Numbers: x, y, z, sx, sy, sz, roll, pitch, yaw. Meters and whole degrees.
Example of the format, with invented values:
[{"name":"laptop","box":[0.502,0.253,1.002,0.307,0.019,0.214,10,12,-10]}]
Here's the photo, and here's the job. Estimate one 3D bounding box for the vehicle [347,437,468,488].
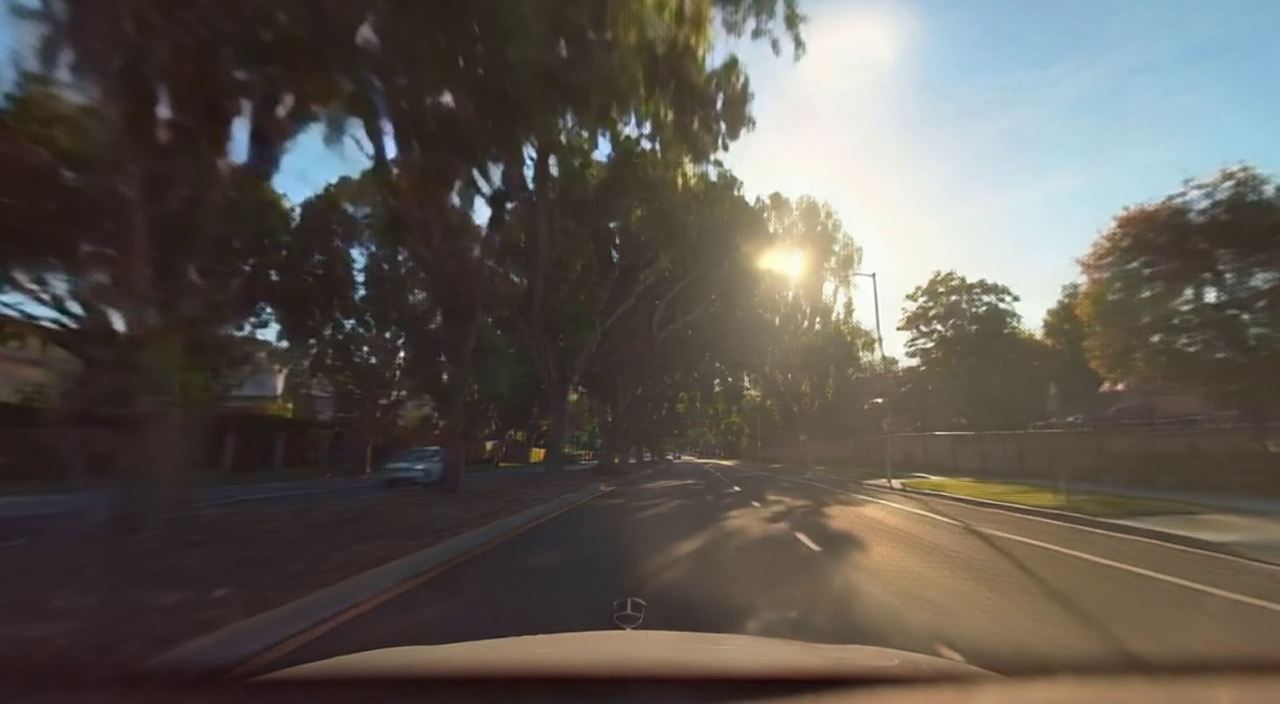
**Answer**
[{"name":"vehicle","box":[-8.204,3.937,22.839,2.261,1.655,4.613,-1,-8,6]}]
